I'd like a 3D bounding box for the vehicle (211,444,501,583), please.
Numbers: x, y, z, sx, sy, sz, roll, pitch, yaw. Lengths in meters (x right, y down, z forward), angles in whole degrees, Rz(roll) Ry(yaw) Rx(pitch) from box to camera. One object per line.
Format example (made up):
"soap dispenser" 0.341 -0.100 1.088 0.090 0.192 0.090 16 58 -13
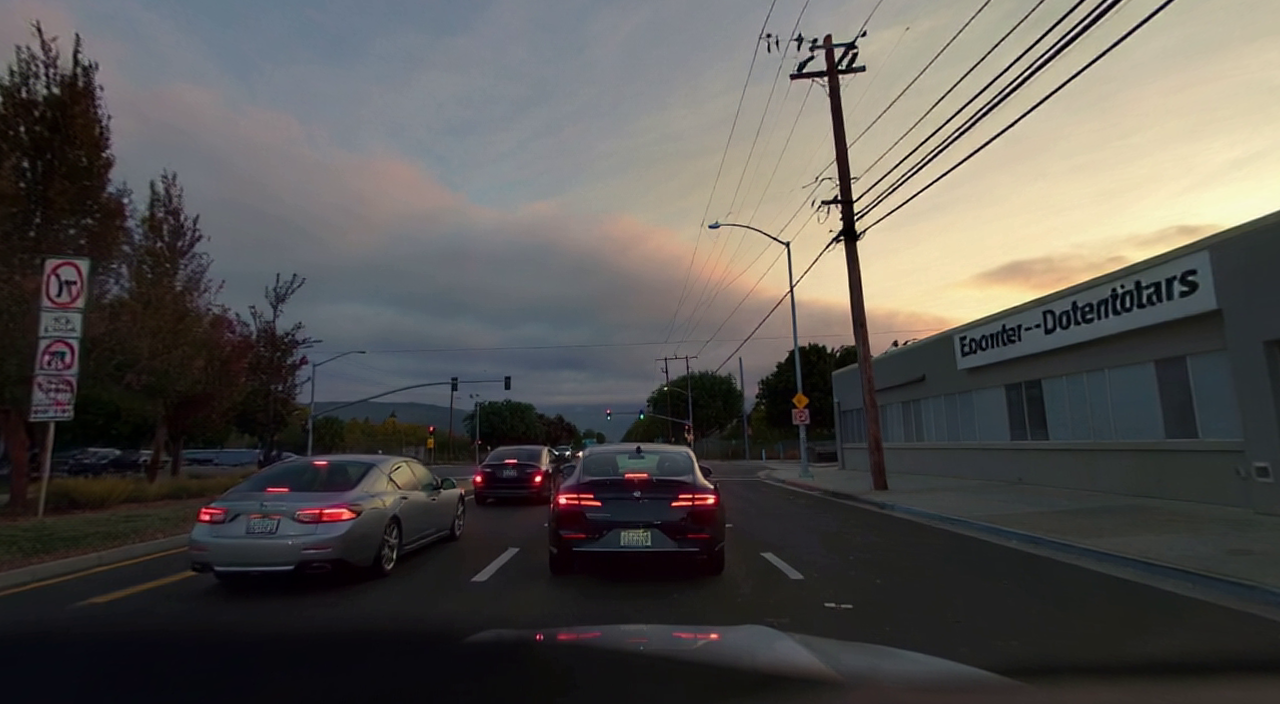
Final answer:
"vehicle" -3.207 1.869 8.156 1.765 1.319 4.013 0 -9 2

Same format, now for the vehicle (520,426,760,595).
"vehicle" -0.006 1.696 7.585 2.101 1.469 3.955 0 -9 0
